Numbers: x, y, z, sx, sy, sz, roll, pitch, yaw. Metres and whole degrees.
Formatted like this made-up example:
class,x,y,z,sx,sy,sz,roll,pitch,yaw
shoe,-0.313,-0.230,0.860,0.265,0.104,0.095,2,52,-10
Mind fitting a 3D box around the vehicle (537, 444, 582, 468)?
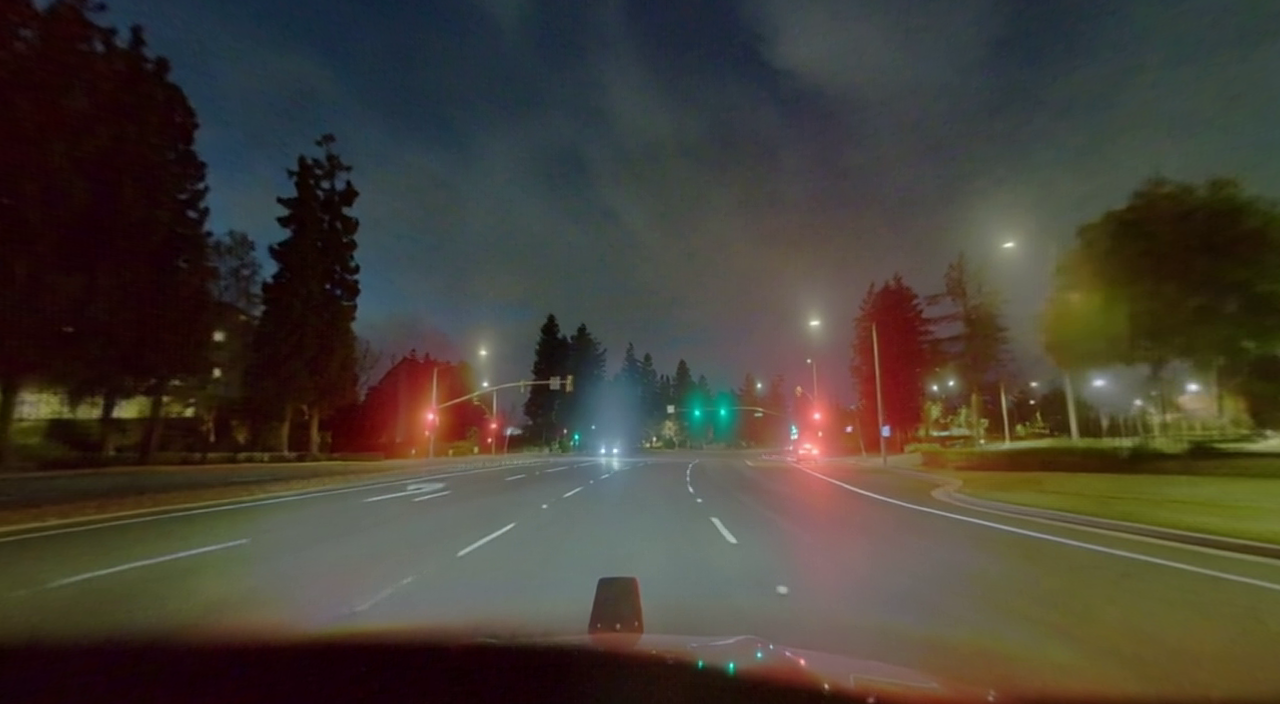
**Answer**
class,x,y,z,sx,sy,sz,roll,pitch,yaw
vehicle,-5.311,6.944,42.268,1.893,1.503,4.309,-2,-9,9
